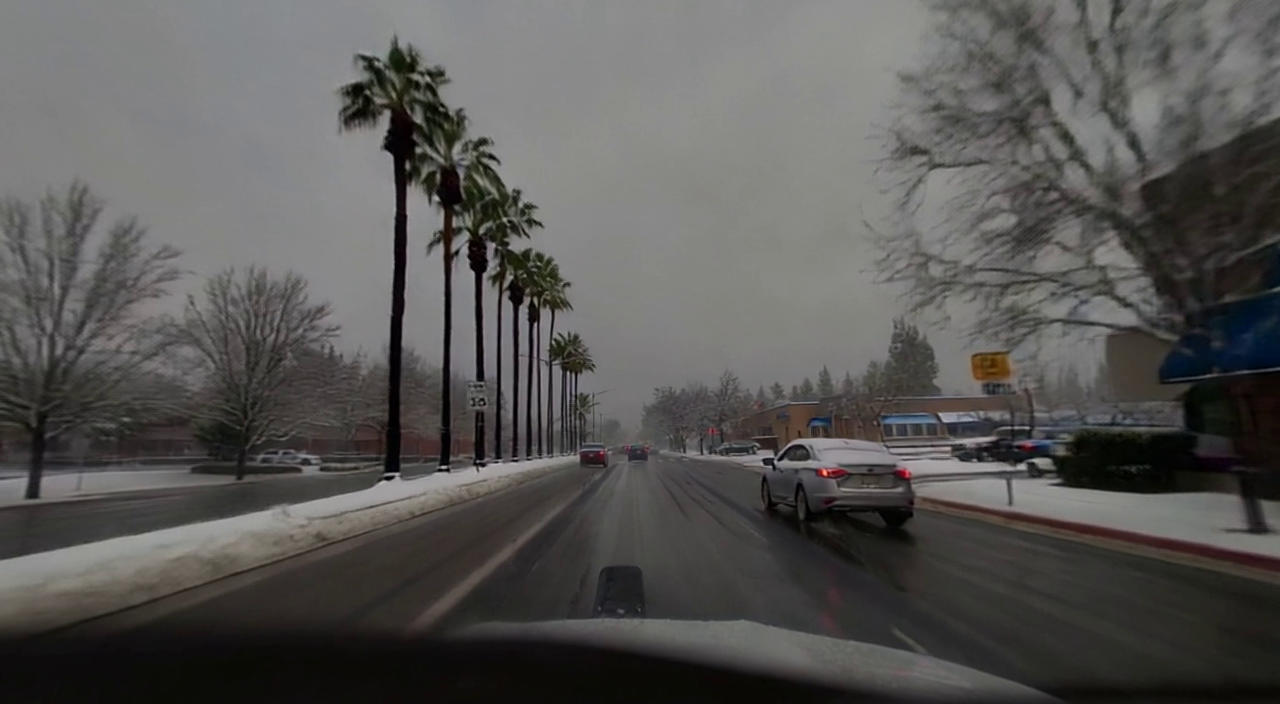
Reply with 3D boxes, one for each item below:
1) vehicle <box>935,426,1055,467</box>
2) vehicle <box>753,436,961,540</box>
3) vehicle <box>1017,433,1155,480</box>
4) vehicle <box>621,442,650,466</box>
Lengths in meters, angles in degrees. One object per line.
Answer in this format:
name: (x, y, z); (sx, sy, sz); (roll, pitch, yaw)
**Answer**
vehicle: (18.329, 4.924, 32.809); (4.719, 1.803, 2.339); (-1, -12, -4)
vehicle: (3.605, 2.344, 11.622); (2.090, 1.503, 4.566); (0, -9, -2)
vehicle: (15.368, 3.593, 22.039); (1.975, 1.464, 3.651); (-1, -8, -4)
vehicle: (-0.344, 7.475, 46.322); (2.102, 1.653, 3.698); (0, -9, -1)
